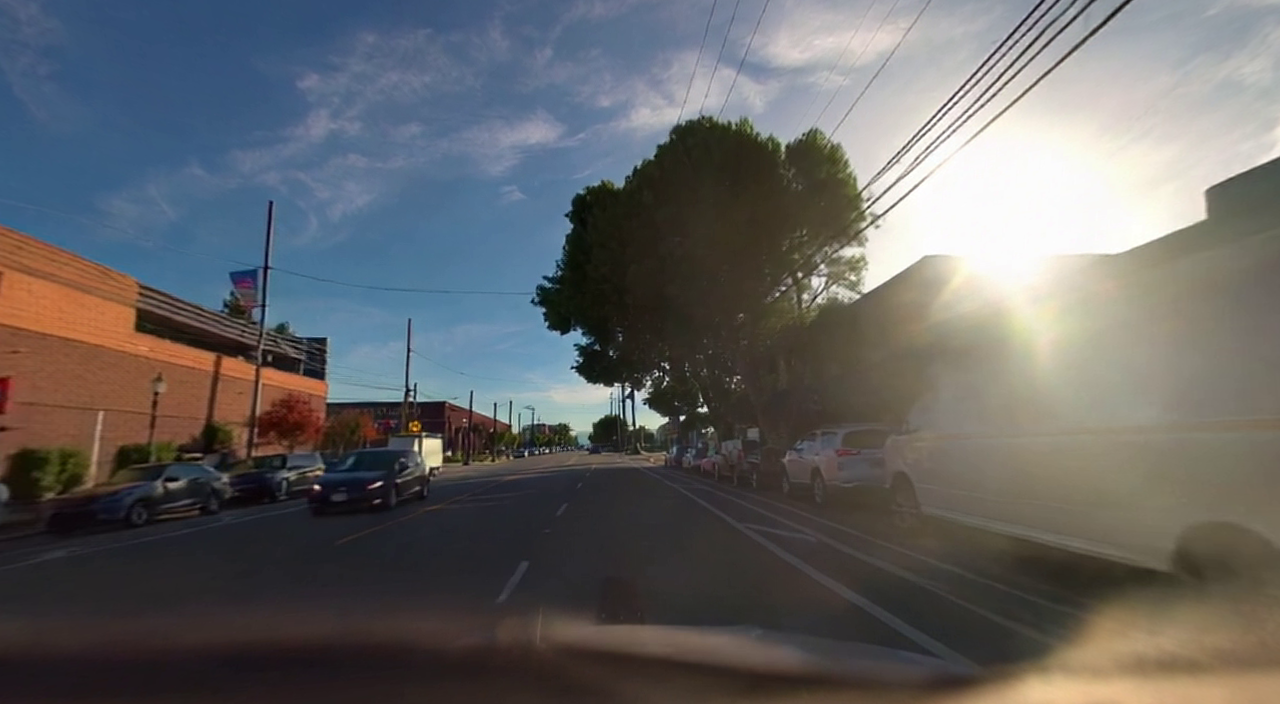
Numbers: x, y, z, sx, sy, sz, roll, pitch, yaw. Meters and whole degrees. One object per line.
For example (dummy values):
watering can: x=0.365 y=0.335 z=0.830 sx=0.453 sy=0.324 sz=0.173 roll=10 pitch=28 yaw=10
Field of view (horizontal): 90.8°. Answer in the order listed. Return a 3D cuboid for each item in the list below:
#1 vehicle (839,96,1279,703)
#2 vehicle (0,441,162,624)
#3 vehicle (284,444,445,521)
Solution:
vehicle: x=4.658 y=0.564 z=5.548 sx=2.815 sy=3.203 sz=7.558 roll=0 pitch=-8 yaw=-4
vehicle: x=-6.098 y=1.392 z=4.603 sx=1.845 sy=1.469 sz=4.413 roll=0 pitch=-8 yaw=-2
vehicle: x=-6.109 y=2.898 z=14.697 sx=1.925 sy=1.479 sz=4.444 roll=0 pitch=-8 yaw=-3
